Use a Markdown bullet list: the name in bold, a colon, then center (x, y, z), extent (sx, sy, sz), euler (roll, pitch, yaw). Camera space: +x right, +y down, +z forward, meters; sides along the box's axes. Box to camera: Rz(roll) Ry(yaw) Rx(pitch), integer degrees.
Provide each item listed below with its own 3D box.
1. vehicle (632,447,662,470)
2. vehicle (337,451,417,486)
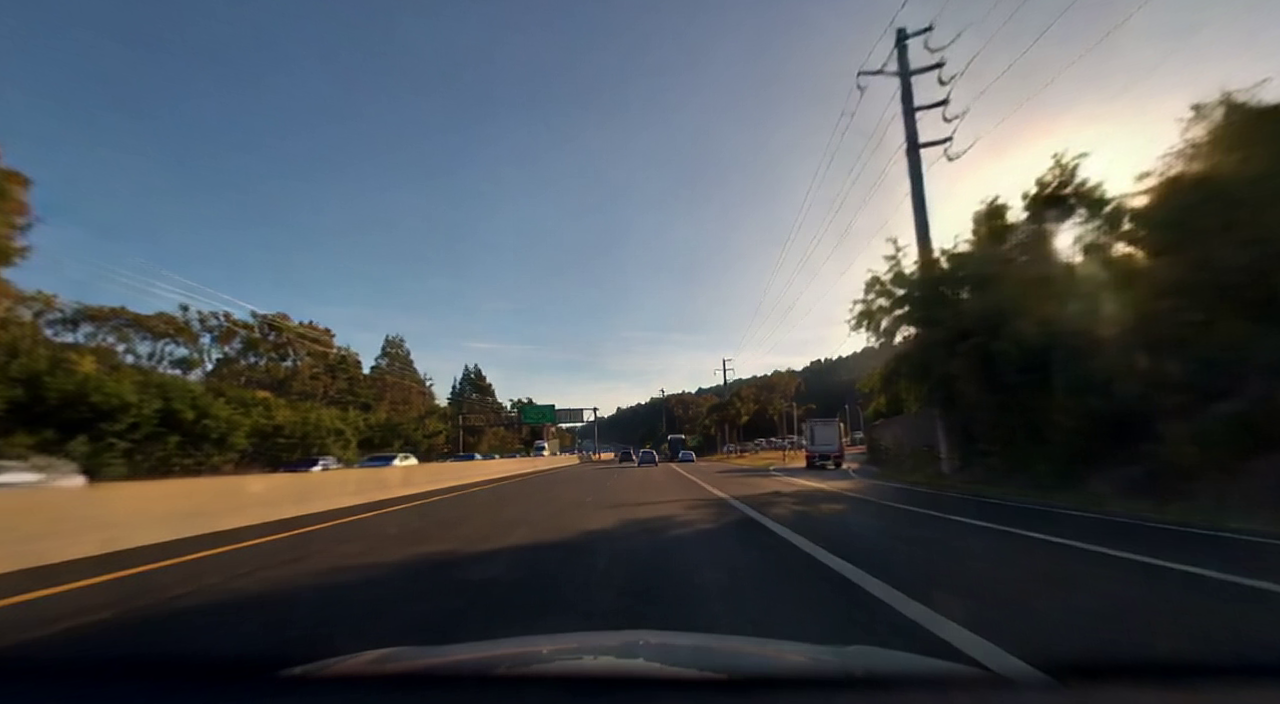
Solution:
- **vehicle**: center (0.488, 7.738, 45.883), extent (2.111, 1.599, 3.859), euler (0, -9, 0)
- **vehicle**: center (-11.909, 5.267, 28.809), extent (1.801, 1.424, 4.135), euler (0, -9, 1)
